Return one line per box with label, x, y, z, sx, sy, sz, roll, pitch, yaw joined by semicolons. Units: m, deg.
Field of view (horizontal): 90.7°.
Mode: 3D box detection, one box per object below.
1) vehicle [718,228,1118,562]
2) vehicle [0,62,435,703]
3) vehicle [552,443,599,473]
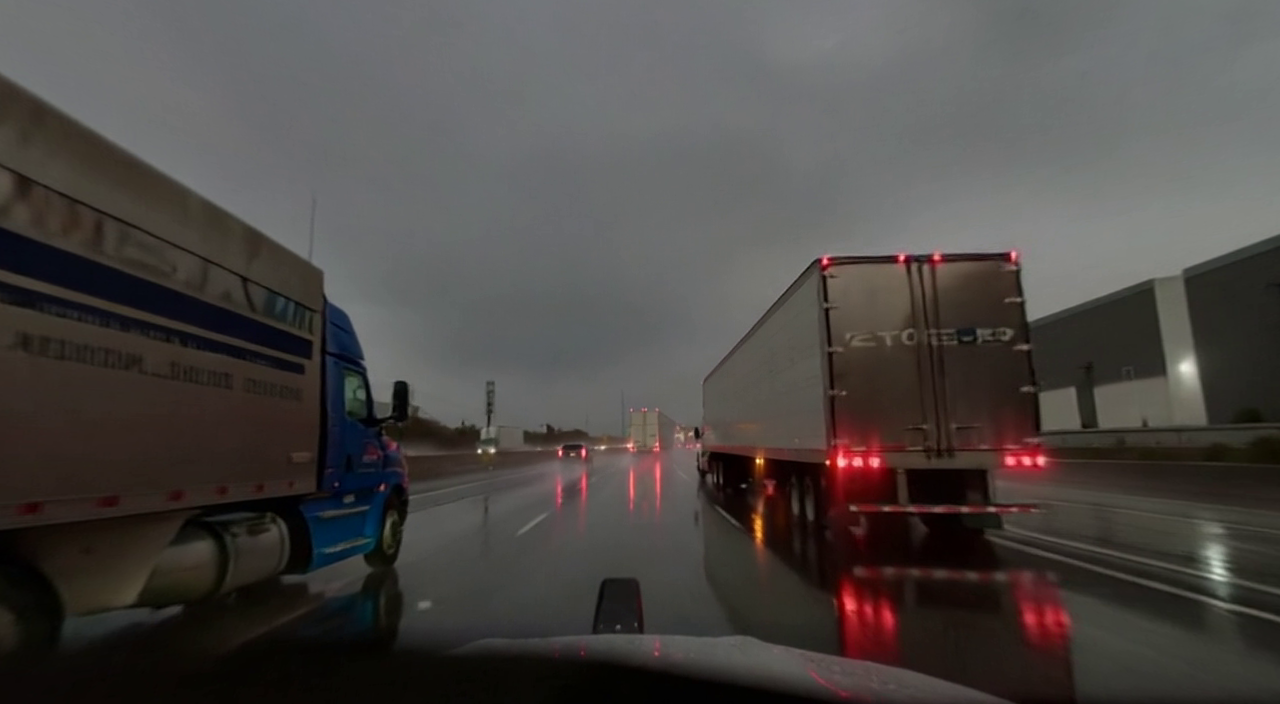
vehicle;4.060;1.424;14.187;2.951;3.974;13.340;-1;-9;0
vehicle;-3.809;0.607;4.441;2.557;2.855;6.674;0;-9;-1
vehicle;-3.409;5.718;34.318;2.024;1.472;4.014;-1;-9;2
